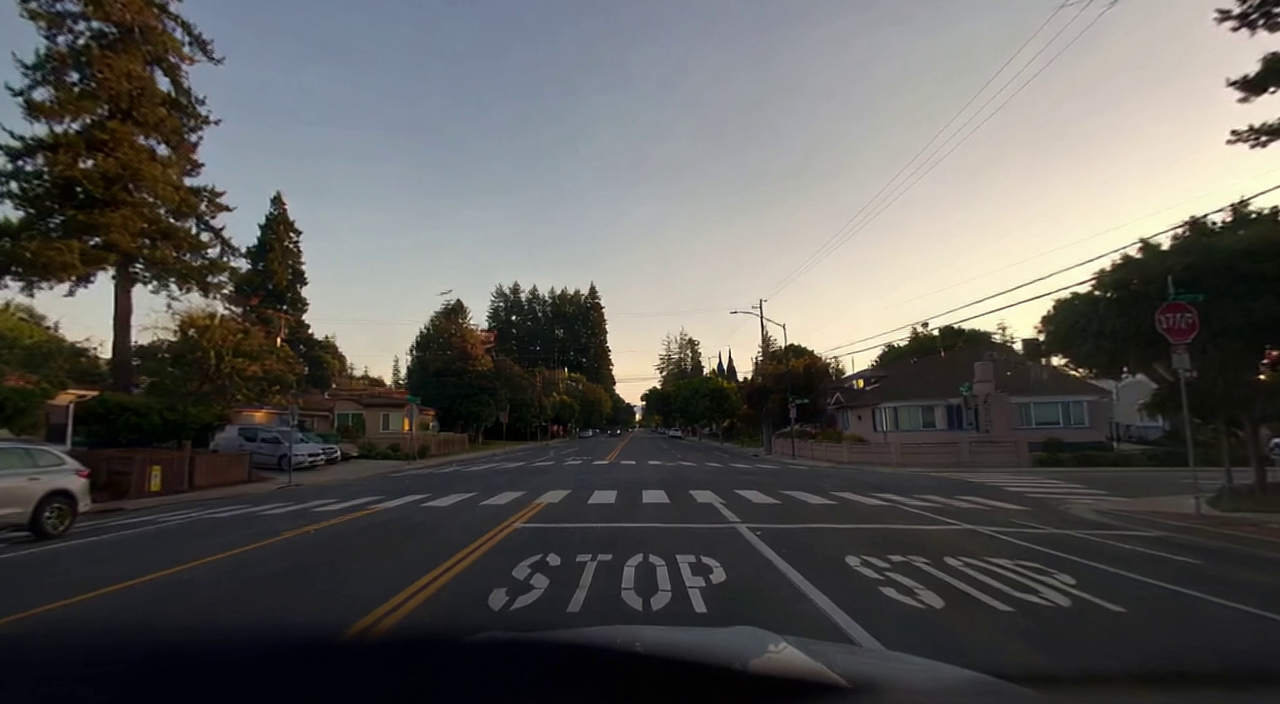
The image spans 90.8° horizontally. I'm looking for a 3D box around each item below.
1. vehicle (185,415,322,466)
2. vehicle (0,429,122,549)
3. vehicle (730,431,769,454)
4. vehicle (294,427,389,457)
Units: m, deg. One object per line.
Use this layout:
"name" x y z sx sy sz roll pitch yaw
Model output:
"vehicle" -17.993 4.172 29.643 4.800 2.259 2.303 0 -9 -1
"vehicle" -11.191 2.212 10.066 2.078 1.843 4.615 -1 -6 -2
"vehicle" 7.917 6.643 46.149 2.029 1.554 4.705 0 -9 1
"vehicle" -18.037 5.497 38.371 4.743 1.734 1.994 0 -9 0
